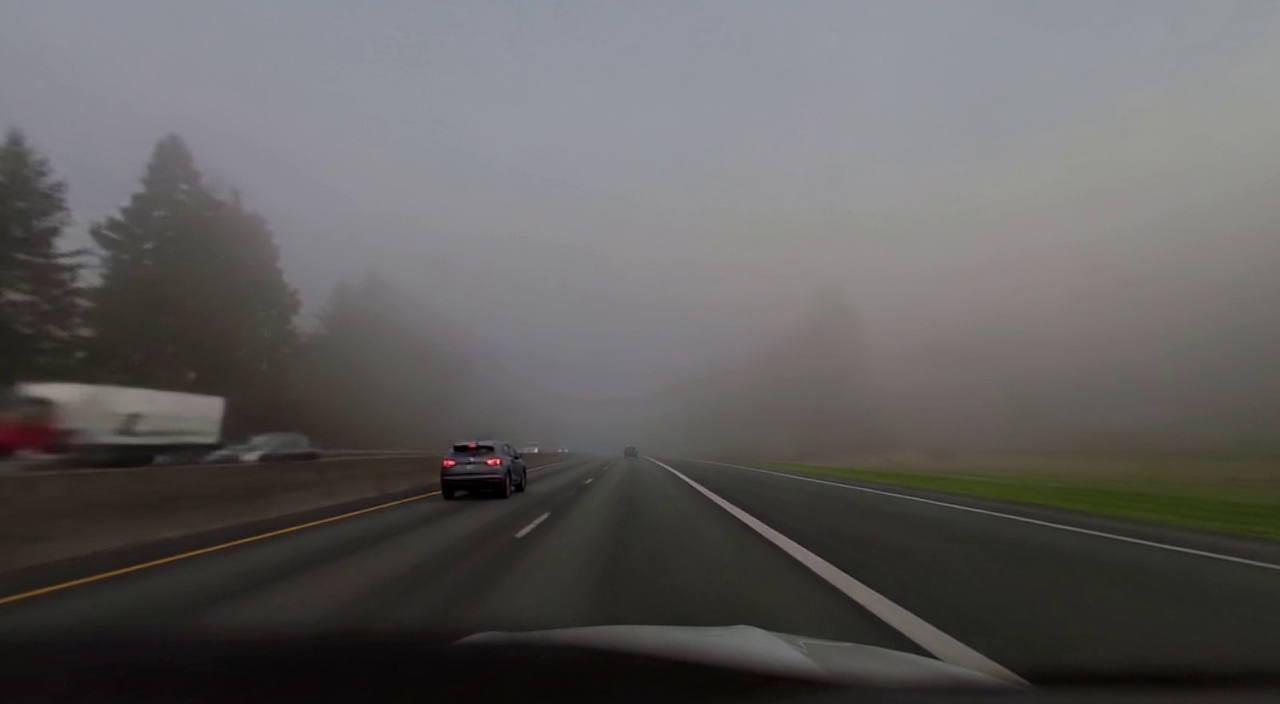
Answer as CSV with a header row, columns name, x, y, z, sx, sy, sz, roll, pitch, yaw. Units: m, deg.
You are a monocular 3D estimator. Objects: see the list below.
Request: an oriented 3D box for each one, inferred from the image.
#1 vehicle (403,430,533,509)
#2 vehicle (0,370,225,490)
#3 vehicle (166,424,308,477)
name,x,y,z,sx,sy,sz,roll,pitch,yaw
vehicle,-4.213,2.958,16.239,2.111,1.717,4.426,-1,-9,0
vehicle,-16.924,2.467,18.893,2.951,2.847,8.682,-1,-9,0
vehicle,-13.490,3.344,21.415,2.130,1.573,4.107,0,-9,-1
